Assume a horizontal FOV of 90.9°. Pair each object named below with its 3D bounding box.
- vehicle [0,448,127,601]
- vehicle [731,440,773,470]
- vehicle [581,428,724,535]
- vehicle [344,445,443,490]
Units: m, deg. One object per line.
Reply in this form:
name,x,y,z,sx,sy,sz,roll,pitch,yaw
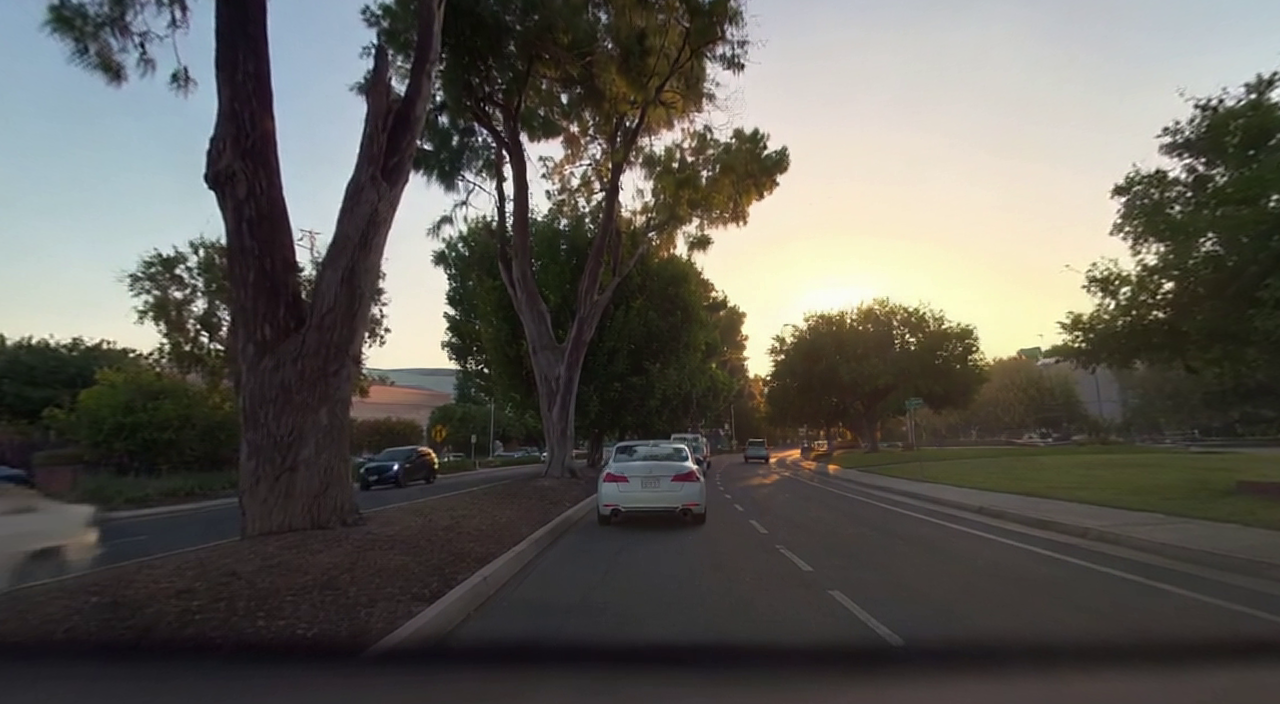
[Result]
vehicle,-7.259,1.589,5.395,1.929,1.463,4.405,-1,-8,2
vehicle,6.049,5.585,34.514,1.984,1.507,4.359,-1,-8,6
vehicle,0.239,2.254,11.571,2.154,1.585,3.997,-1,-8,2
vehicle,-10.365,4.870,26.992,2.068,1.688,4.665,-1,-8,4
